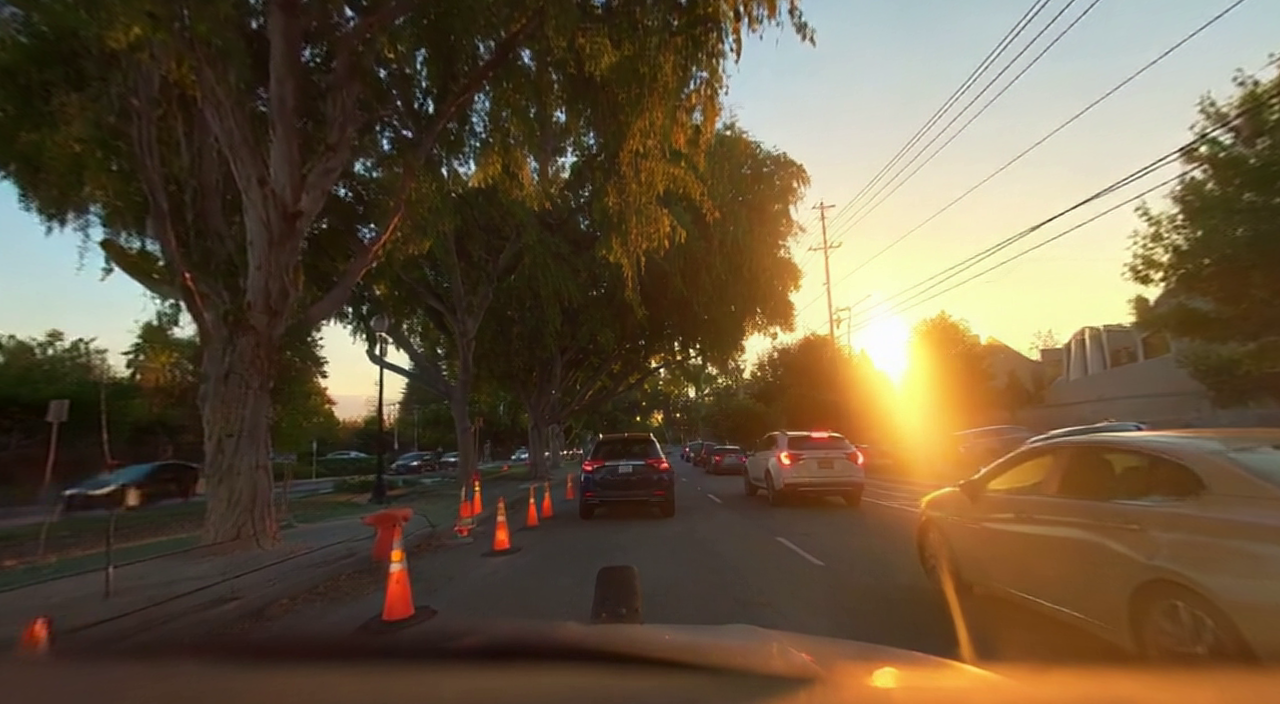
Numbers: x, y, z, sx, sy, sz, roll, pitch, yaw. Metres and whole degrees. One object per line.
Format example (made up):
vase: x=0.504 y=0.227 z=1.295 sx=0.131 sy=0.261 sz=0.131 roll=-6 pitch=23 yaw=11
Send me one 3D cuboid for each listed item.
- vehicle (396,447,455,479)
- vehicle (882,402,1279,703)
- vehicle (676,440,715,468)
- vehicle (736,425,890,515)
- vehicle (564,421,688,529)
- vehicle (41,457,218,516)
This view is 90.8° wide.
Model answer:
vehicle: x=-12.658 y=6.544 z=37.572 sx=1.911 sy=1.693 sz=4.452 roll=-1 pitch=-8 yaw=0
vehicle: x=3.393 y=1.130 z=3.860 sx=1.977 sy=1.460 sz=4.565 roll=0 pitch=-8 yaw=0
vehicle: x=3.694 y=6.896 z=42.910 sx=2.175 sy=1.788 sz=4.271 roll=0 pitch=-8 yaw=-2
vehicle: x=3.757 y=2.656 z=14.753 sx=2.116 sy=1.726 sz=4.672 roll=0 pitch=-8 yaw=-2
vehicle: x=-0.275 y=2.332 z=12.525 sx=2.050 sy=1.745 sz=3.915 roll=0 pitch=-8 yaw=-1
vehicle: x=-16.494 y=4.316 z=20.832 sx=1.922 sy=1.588 sz=4.682 roll=-1 pitch=-8 yaw=0
